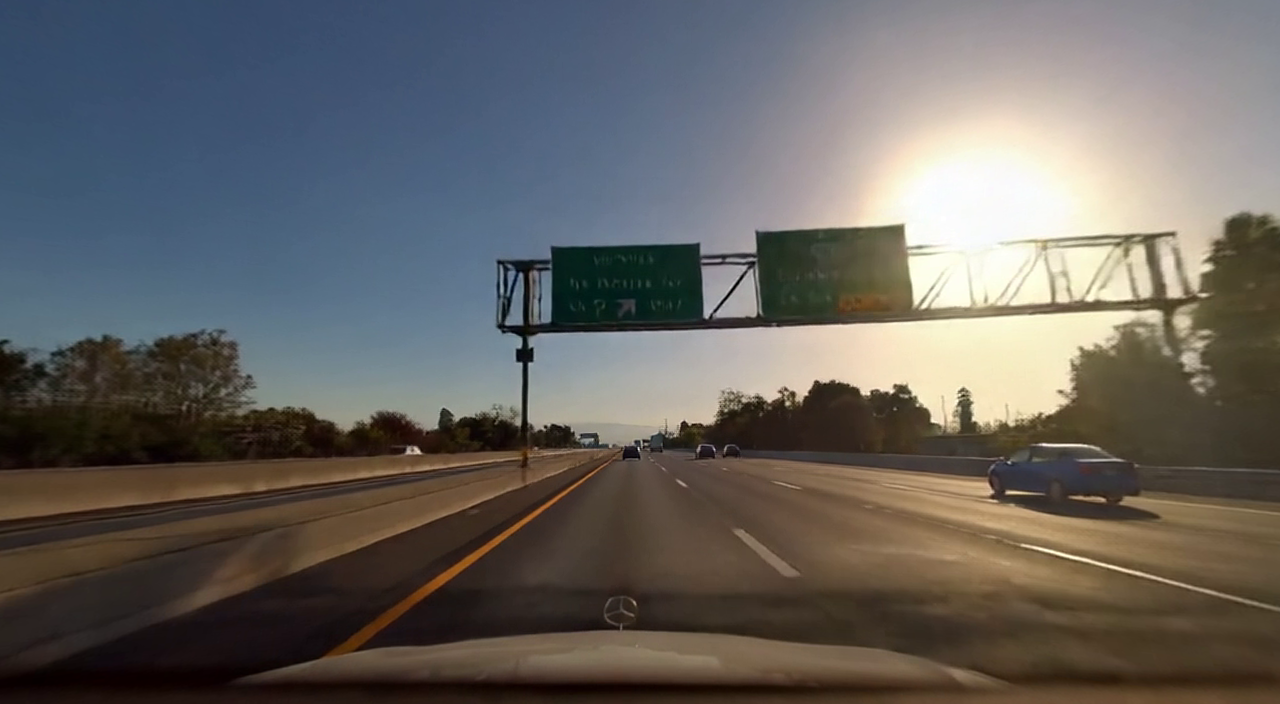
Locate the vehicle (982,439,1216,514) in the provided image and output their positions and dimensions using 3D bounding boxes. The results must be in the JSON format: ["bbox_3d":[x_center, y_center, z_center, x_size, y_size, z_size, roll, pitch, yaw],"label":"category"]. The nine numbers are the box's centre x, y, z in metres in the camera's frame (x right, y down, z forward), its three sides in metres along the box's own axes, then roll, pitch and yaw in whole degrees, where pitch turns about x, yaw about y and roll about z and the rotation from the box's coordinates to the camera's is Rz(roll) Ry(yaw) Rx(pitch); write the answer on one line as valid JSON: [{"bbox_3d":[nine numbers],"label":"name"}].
[{"bbox_3d":[10.711,2.882,15.340,2.024,1.481,4.747,1,-8,-2],"label":"vehicle"}]

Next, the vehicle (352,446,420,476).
[{"bbox_3d":[-14.691,6.314,36.896,2.013,1.529,4.916,0,-8,-1],"label":"vehicle"}]
